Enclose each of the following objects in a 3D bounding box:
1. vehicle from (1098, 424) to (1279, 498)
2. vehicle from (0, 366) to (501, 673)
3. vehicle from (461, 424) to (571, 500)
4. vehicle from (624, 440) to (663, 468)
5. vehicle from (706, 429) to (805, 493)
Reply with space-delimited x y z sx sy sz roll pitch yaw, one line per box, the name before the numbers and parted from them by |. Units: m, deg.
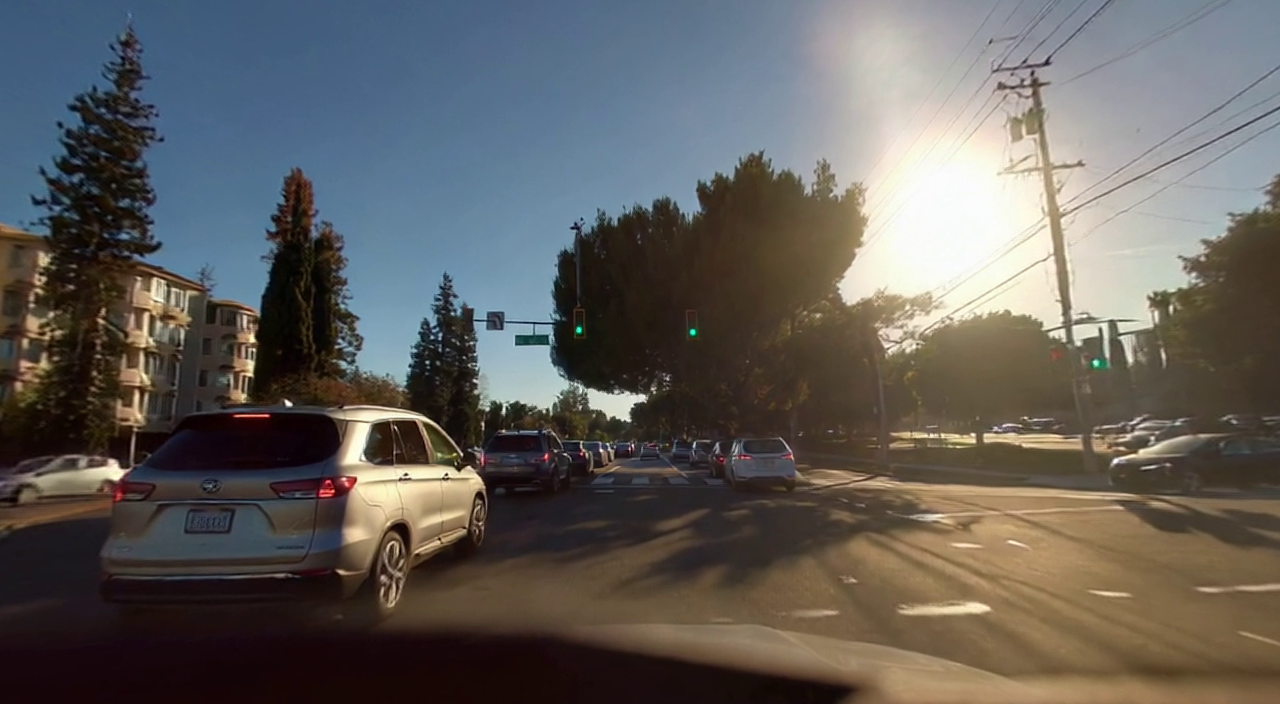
vehicle | 13.650 2.533 14.789 4.119 1.574 2.028 -2 -9 14
vehicle | -2.916 1.274 5.848 2.127 1.754 4.287 0 -8 2
vehicle | -3.121 2.874 16.850 1.958 1.744 4.315 0 -8 1
vehicle | 0.207 5.914 36.625 2.185 1.515 4.215 0 -8 0
vehicle | 3.443 3.365 19.809 2.201 1.734 4.564 0 -8 -1
